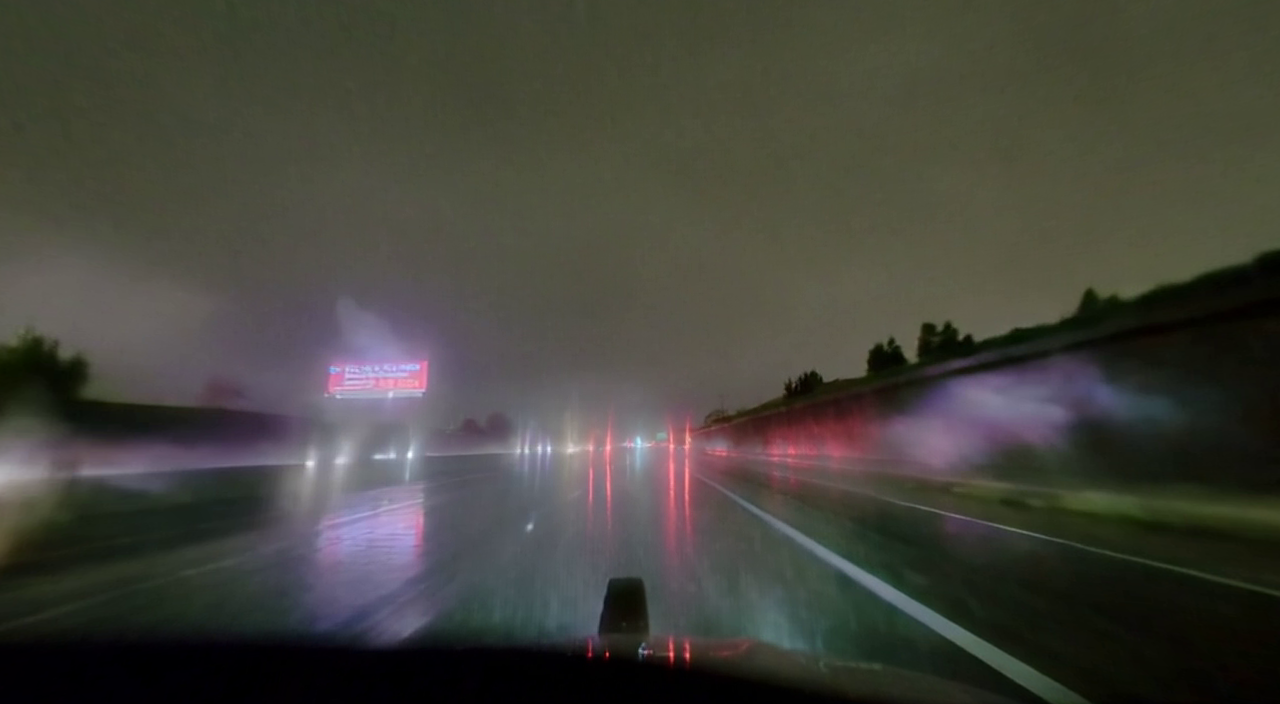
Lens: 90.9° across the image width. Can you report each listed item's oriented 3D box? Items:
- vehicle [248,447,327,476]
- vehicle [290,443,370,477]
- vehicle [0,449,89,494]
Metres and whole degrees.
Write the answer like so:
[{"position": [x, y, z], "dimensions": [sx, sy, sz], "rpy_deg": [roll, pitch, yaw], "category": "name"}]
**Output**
[{"position": [-20.161, 6.242, 36.279], "dimensions": [1.909, 1.494, 4.424], "rpy_deg": [0, -8, 1], "category": "vehicle"}, {"position": [-16.134, 5.614, 33.106], "dimensions": [1.957, 1.667, 4.360], "rpy_deg": [0, -8, 1], "category": "vehicle"}, {"position": [-24.096, 4.556, 24.172], "dimensions": [1.940, 1.580, 4.371], "rpy_deg": [0, -8, 0], "category": "vehicle"}]
